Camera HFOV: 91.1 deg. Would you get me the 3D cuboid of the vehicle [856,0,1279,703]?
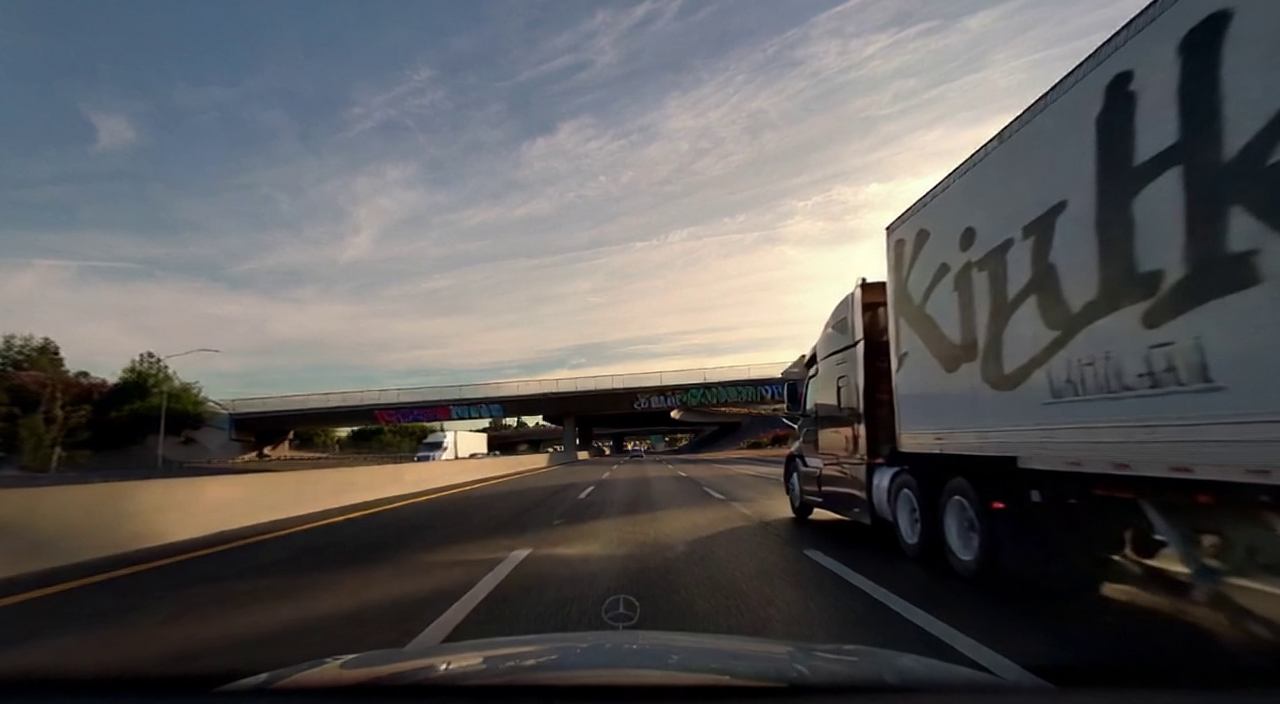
[{"bbox_3d":[4.509,-0.739,1.146,2.993,4.433,13.992,0,-9,-1],"label":"vehicle"}]
